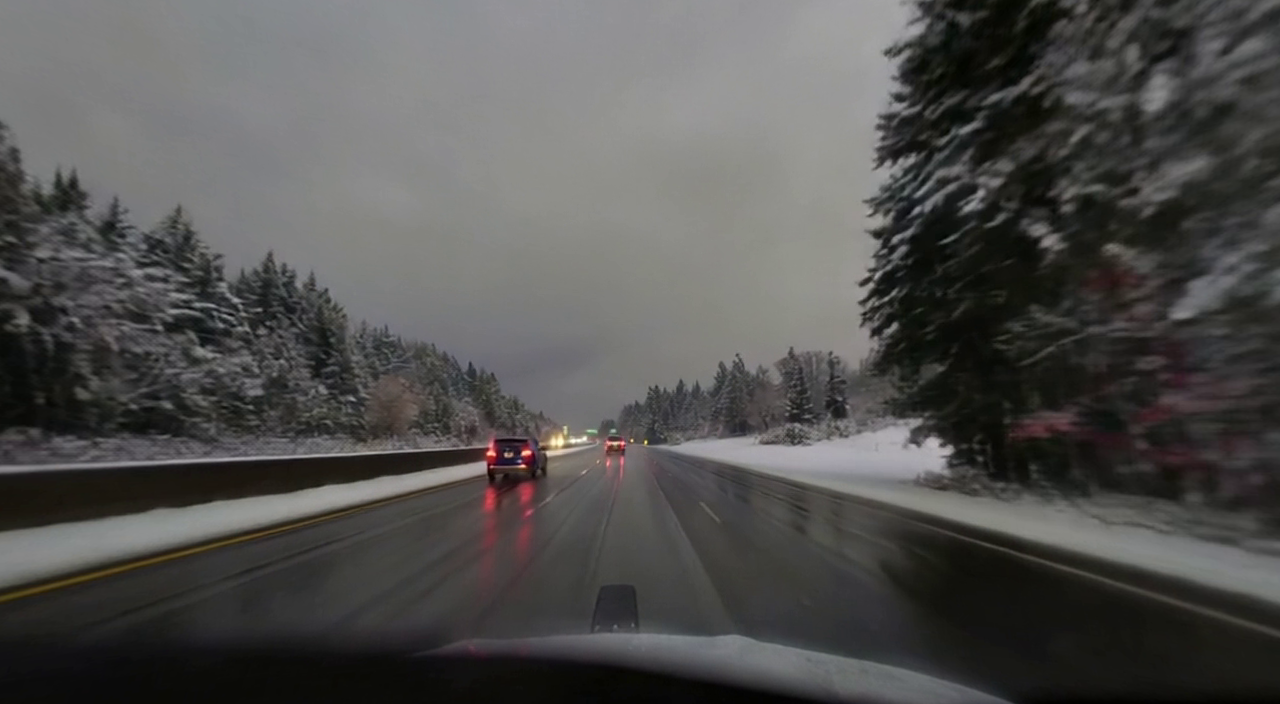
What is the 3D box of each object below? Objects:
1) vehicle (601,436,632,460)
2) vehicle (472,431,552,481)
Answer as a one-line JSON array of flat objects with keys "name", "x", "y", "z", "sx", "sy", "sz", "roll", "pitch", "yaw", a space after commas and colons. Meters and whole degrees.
[{"name": "vehicle", "x": -1.689, "y": 7.073, "z": 46.546, "sx": 2.159, "sy": 1.670, "sz": 4.395, "roll": 0, "pitch": -8, "yaw": -1}, {"name": "vehicle", "x": -4.621, "y": 3.819, "z": 23.426, "sx": 2.111, "sy": 1.645, "sz": 4.382, "roll": 0, "pitch": -8, "yaw": 0}]
